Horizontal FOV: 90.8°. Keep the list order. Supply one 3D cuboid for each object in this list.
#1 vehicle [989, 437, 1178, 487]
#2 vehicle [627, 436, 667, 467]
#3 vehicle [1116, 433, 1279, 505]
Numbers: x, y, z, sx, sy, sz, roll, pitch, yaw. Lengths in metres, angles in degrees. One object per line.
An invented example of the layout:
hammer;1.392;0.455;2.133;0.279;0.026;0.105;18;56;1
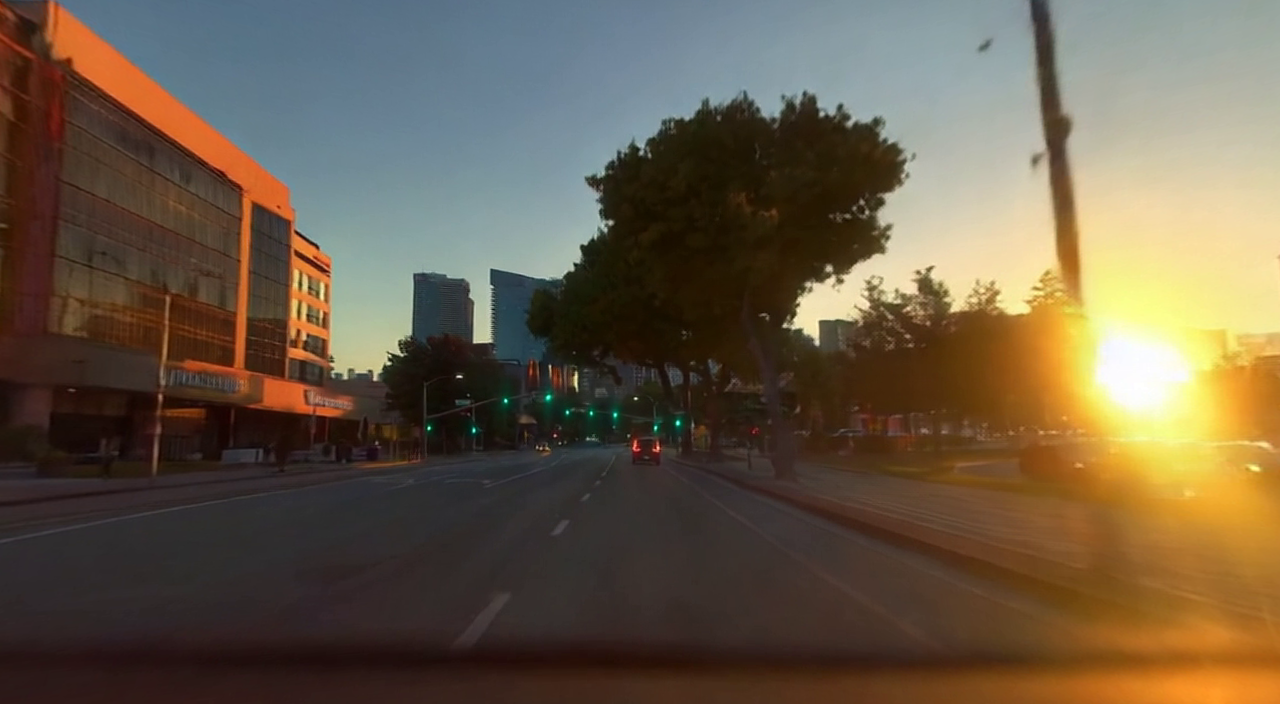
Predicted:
vehicle;13.836;3.434;19.876;4.602;1.461;1.899;1;-8;-5
vehicle;0.374;5.866;37.334;2.230;1.683;4.204;0;-8;0
vehicle;13.883;2.613;14.425;4.395;1.497;1.975;0;-7;1
